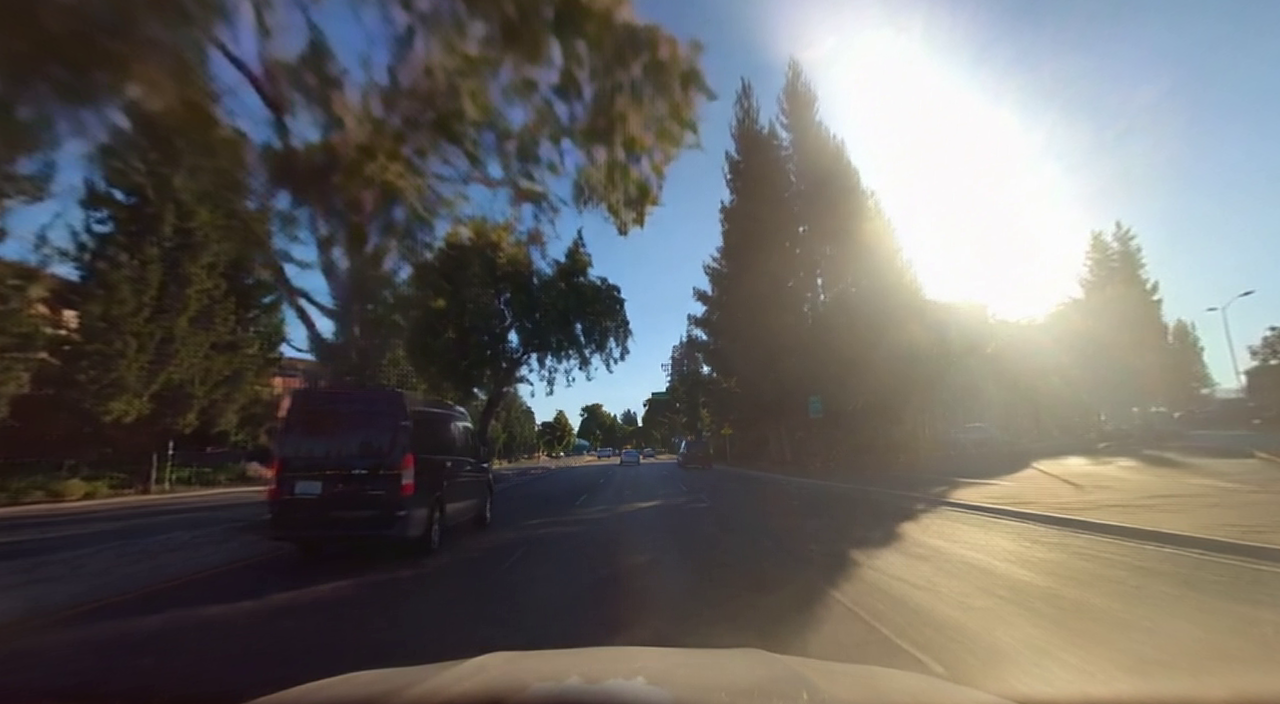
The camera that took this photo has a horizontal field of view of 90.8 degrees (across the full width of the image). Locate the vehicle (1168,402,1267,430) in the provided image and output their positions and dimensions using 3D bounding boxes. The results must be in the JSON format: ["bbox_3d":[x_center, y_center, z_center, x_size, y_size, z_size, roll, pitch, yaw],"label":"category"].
[{"bbox_3d":[44.058,4.961,48.426,2.456,1.814,5.503,-1,-9,2],"label":"vehicle"}]

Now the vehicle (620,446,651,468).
[{"bbox_3d":[-0.343,7.265,43.802,2.039,1.455,3.826,0,-9,-2],"label":"vehicle"}]

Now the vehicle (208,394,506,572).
[{"bbox_3d":[-3.486,1.732,9.091,2.075,1.863,4.744,0,-9,0],"label":"vehicle"}]

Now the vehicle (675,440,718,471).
[{"bbox_3d":[3.434,6.412,39.360,2.181,1.781,4.257,0,-9,-2],"label":"vehicle"}]
